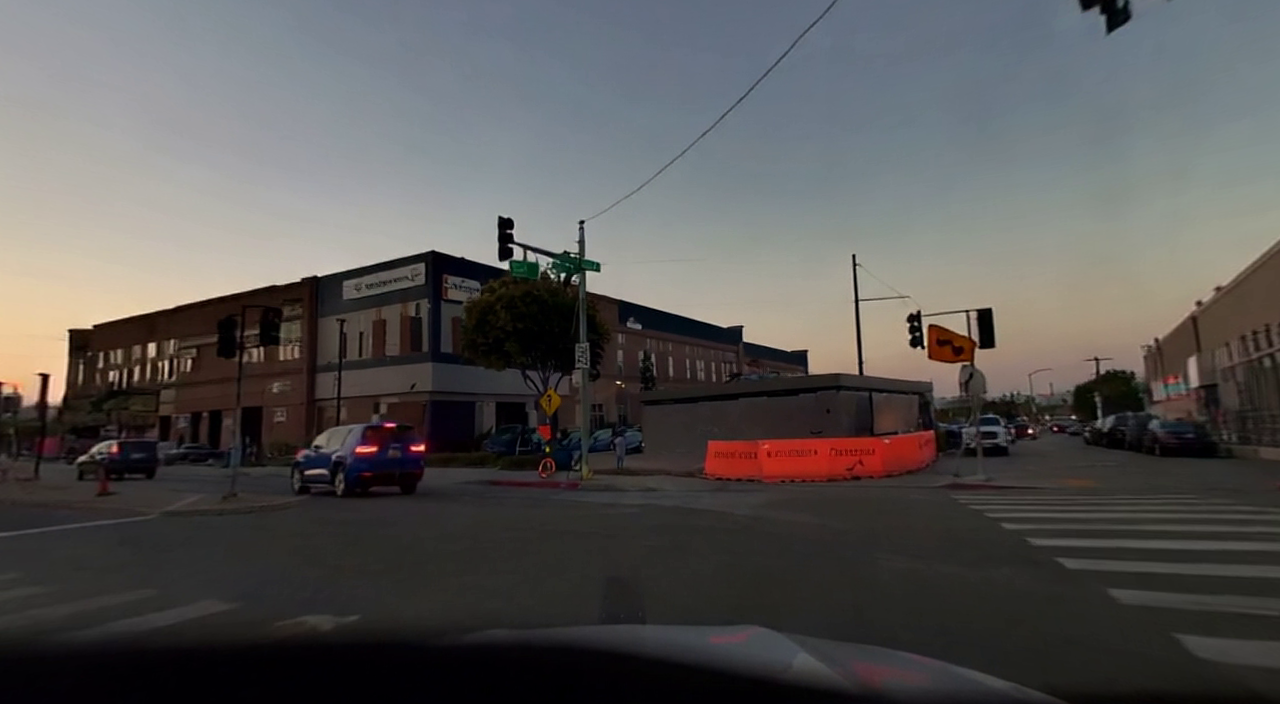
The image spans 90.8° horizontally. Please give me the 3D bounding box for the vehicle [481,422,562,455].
[{"bbox_3d":[-7.247,5.321,38.661,4.593,1.856,2.090,-5,-9,29],"label":"vehicle"}]

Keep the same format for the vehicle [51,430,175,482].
[{"bbox_3d":[-21.736,4.236,25.996,5.548,1.911,2.206,-6,-10,32],"label":"vehicle"}]

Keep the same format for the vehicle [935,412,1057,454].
[{"bbox_3d":[15.349,3.562,27.500,4.382,1.688,1.937,-4,-9,26],"label":"vehicle"}]

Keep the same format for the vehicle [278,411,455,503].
[{"bbox_3d":[-6.842,2.522,15.498,2.256,1.859,5.118,8,-11,-43],"label":"vehicle"}]

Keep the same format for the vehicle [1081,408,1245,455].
[{"bbox_3d":[20.320,3.174,24.865,4.550,1.704,1.922,-5,-9,28],"label":"vehicle"}]

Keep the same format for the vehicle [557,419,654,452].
[{"bbox_3d":[-1.995,4.743,35.911,5.080,1.766,2.272,-5,-8,30],"label":"vehicle"}]
